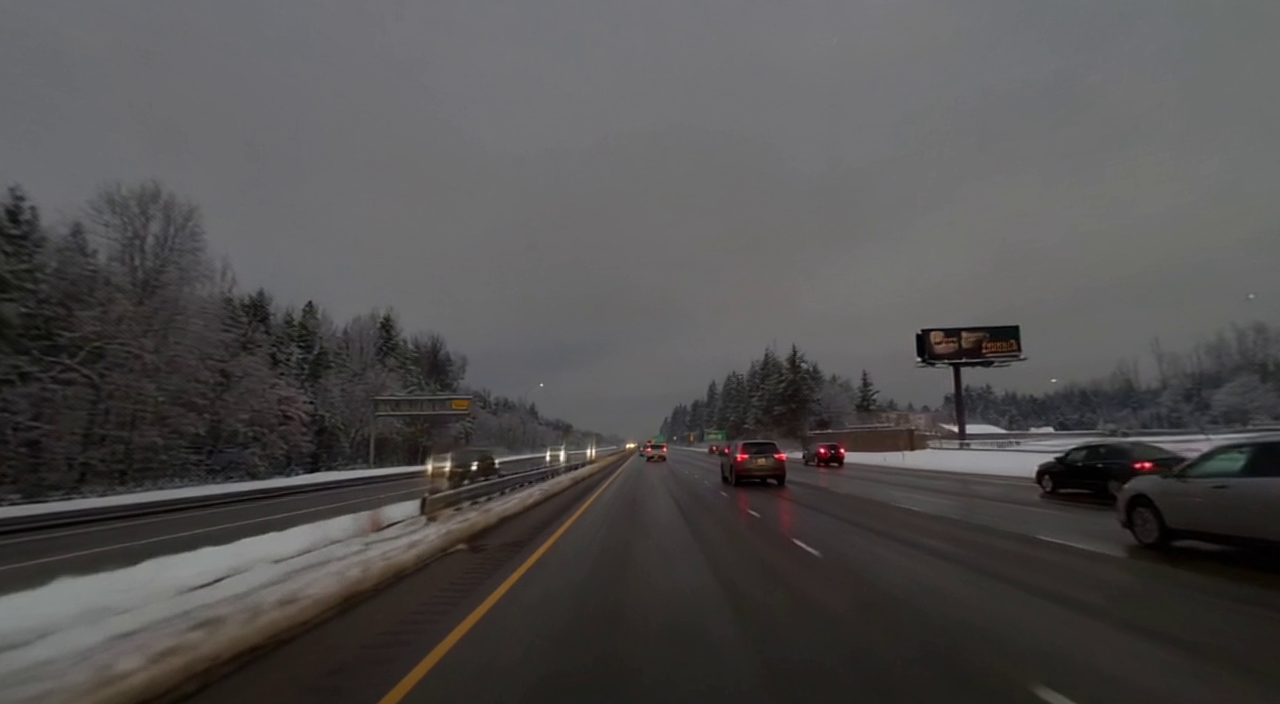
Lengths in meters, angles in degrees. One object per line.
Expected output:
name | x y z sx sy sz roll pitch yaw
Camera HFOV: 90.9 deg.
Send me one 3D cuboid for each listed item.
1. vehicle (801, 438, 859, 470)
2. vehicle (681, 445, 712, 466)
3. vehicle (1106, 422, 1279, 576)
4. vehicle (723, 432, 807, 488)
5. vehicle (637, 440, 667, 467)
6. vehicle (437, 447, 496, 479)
vehicle | 11.360 6.123 38.127 2.028 1.801 4.503 0 -8 -1
vehicle | 4.192 7.771 47.571 1.902 1.532 4.181 0 -8 -1
vehicle | 7.431 1.517 6.583 1.807 1.558 4.352 0 -8 0
vehicle | 4.513 3.971 23.515 2.075 1.845 4.667 0 -8 -1
vehicle | 0.854 7.509 46.885 2.145 1.832 4.004 0 -8 0
vehicle | -9.977 6.386 36.659 2.065 1.709 4.466 -1 -8 1
